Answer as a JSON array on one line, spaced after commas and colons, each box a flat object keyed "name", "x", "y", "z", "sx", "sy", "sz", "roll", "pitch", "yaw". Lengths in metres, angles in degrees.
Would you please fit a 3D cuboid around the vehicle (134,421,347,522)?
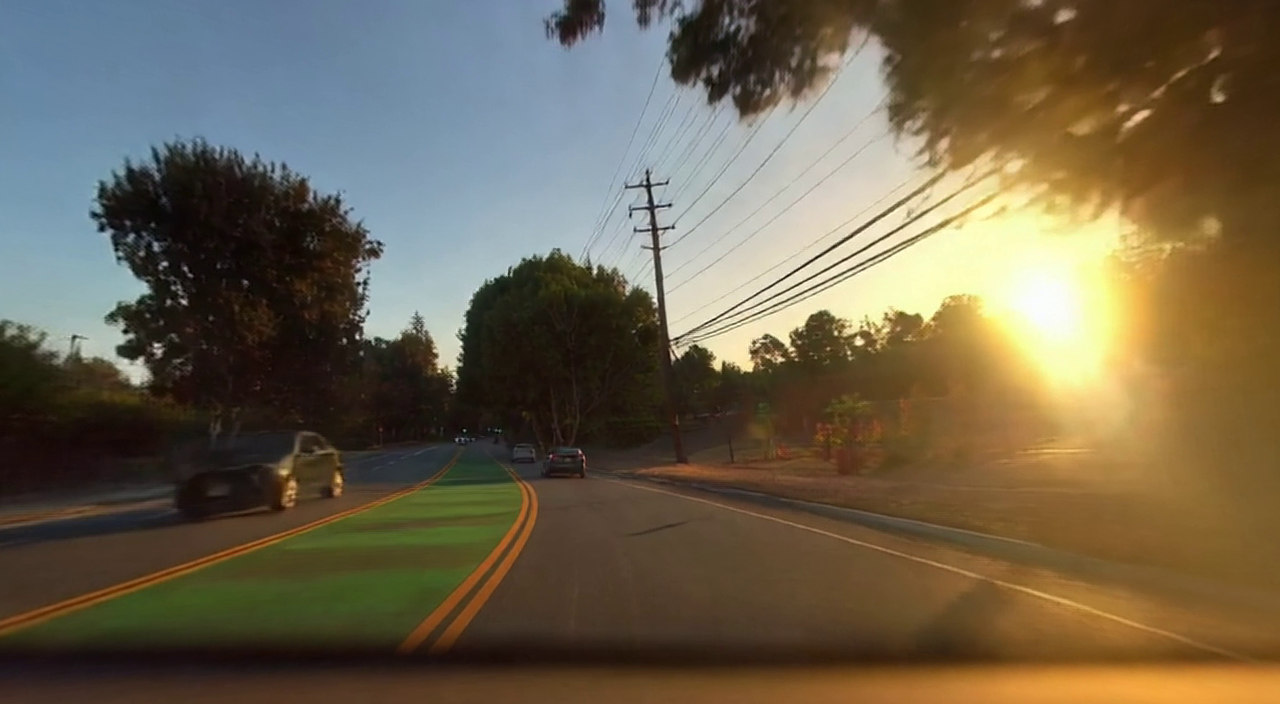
[{"name": "vehicle", "x": -7.883, "y": 2.296, "z": 13.087, "sx": 1.967, "sy": 1.688, "sz": 4.286, "roll": 0, "pitch": -6, "yaw": -6}]

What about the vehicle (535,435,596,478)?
[{"name": "vehicle", "x": -3.523, "y": 4.767, "z": 29.026, "sx": 2.140, "sy": 1.767, "sz": 4.720, "roll": 2, "pitch": -9, "yaw": -14}]
